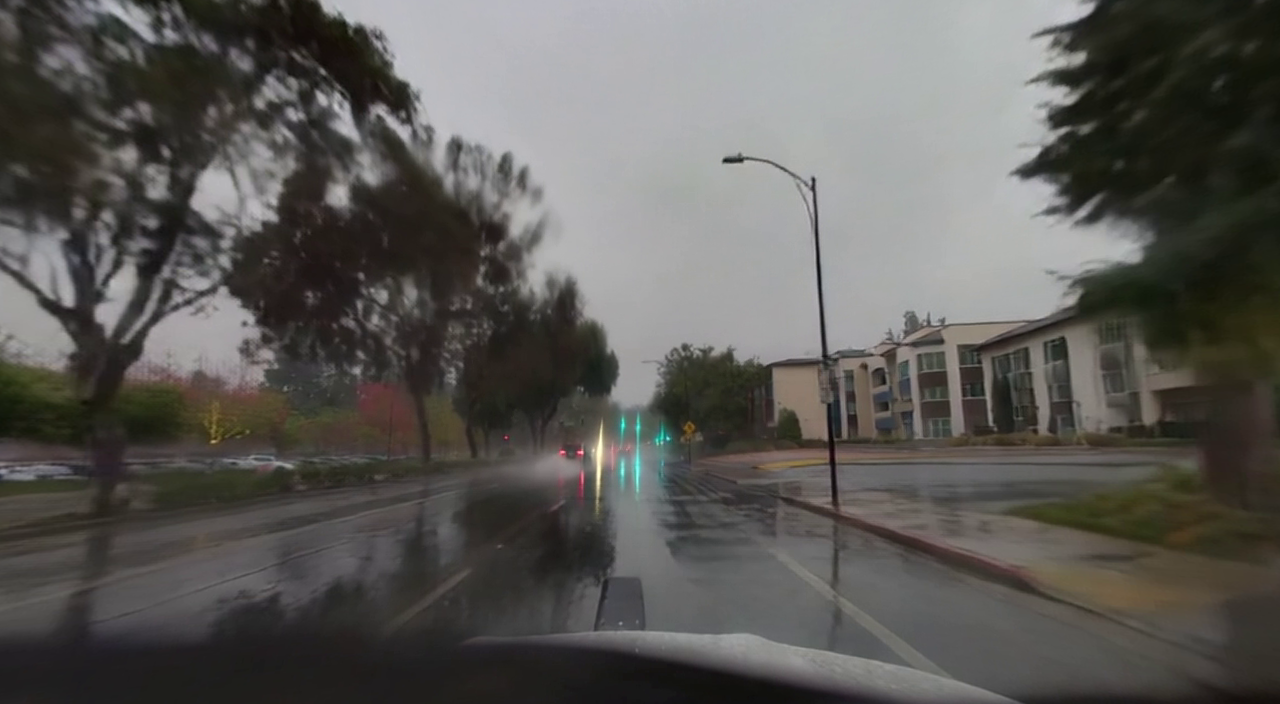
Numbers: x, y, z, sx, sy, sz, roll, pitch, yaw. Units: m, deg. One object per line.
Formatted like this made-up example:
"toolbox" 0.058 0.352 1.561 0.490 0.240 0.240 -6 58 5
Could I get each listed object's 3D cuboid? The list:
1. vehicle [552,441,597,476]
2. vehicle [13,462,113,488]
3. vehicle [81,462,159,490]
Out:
"vehicle" -3.537 5.808 34.702 1.959 1.741 4.141 -1 -9 1
"vehicle" -37.105 7.905 40.713 4.463 1.545 2.076 -1 -9 2
"vehicle" -37.222 8.892 45.281 3.934 1.544 1.826 -5 -9 -4
